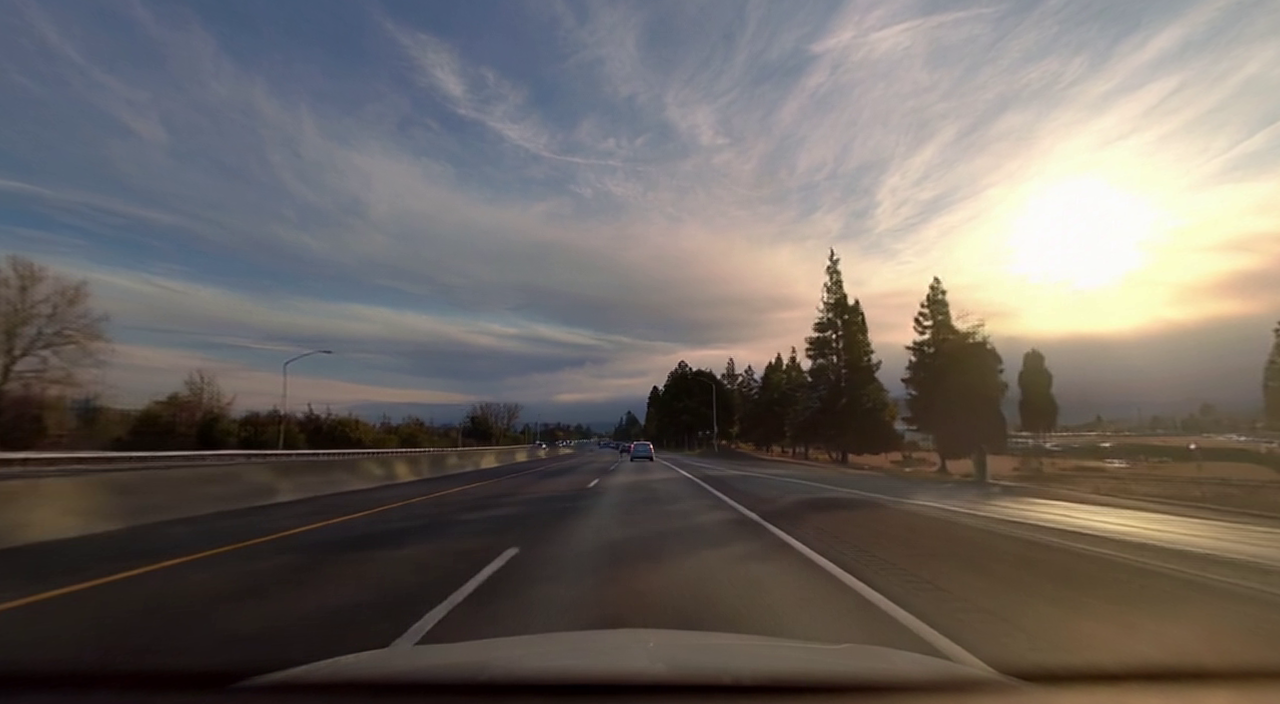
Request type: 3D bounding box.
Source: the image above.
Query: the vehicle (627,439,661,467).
[{"bbox_3d":[0.179,6.490,40.594,2.029,1.666,4.064,0,-8,-2],"label":"vehicle"}]
